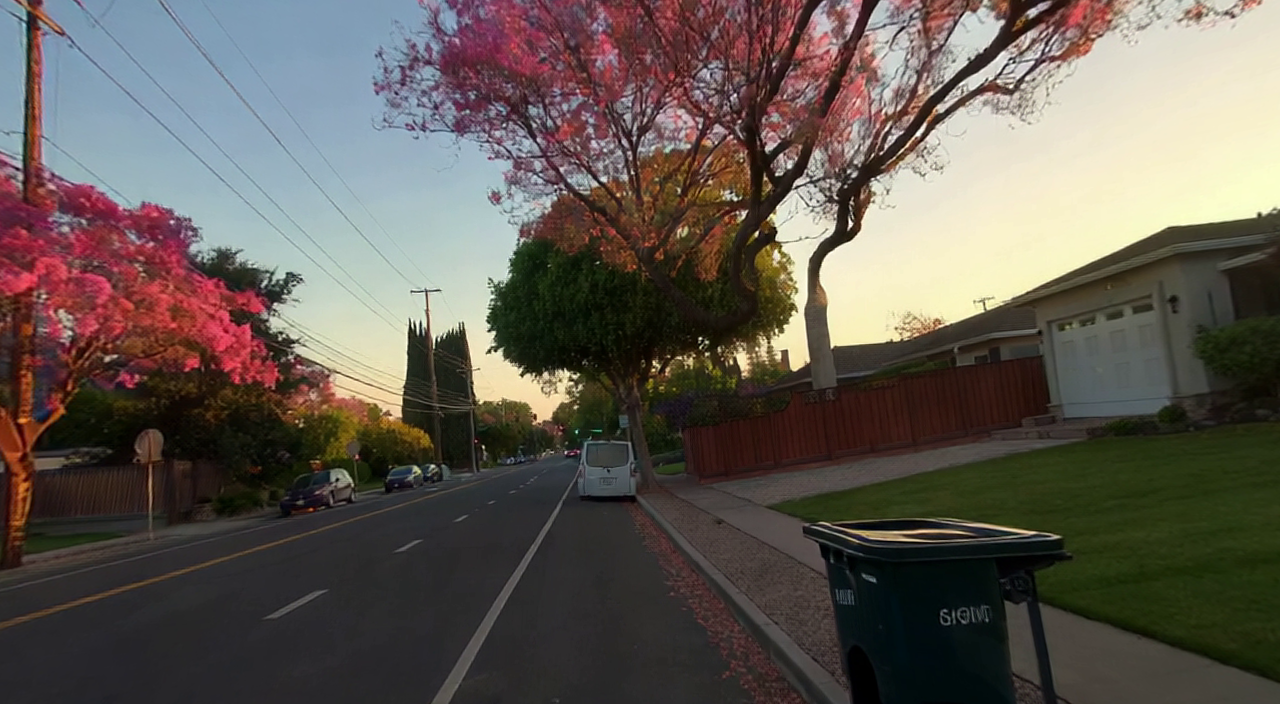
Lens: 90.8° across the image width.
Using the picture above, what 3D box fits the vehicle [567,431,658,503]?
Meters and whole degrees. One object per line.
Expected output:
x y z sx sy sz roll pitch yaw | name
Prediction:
-0.823 3.079 17.383 2.190 1.708 4.115 0 -8 -4 | vehicle

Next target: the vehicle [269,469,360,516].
-13.761 5.920 26.990 1.982 1.660 4.142 1 -8 -6 | vehicle
